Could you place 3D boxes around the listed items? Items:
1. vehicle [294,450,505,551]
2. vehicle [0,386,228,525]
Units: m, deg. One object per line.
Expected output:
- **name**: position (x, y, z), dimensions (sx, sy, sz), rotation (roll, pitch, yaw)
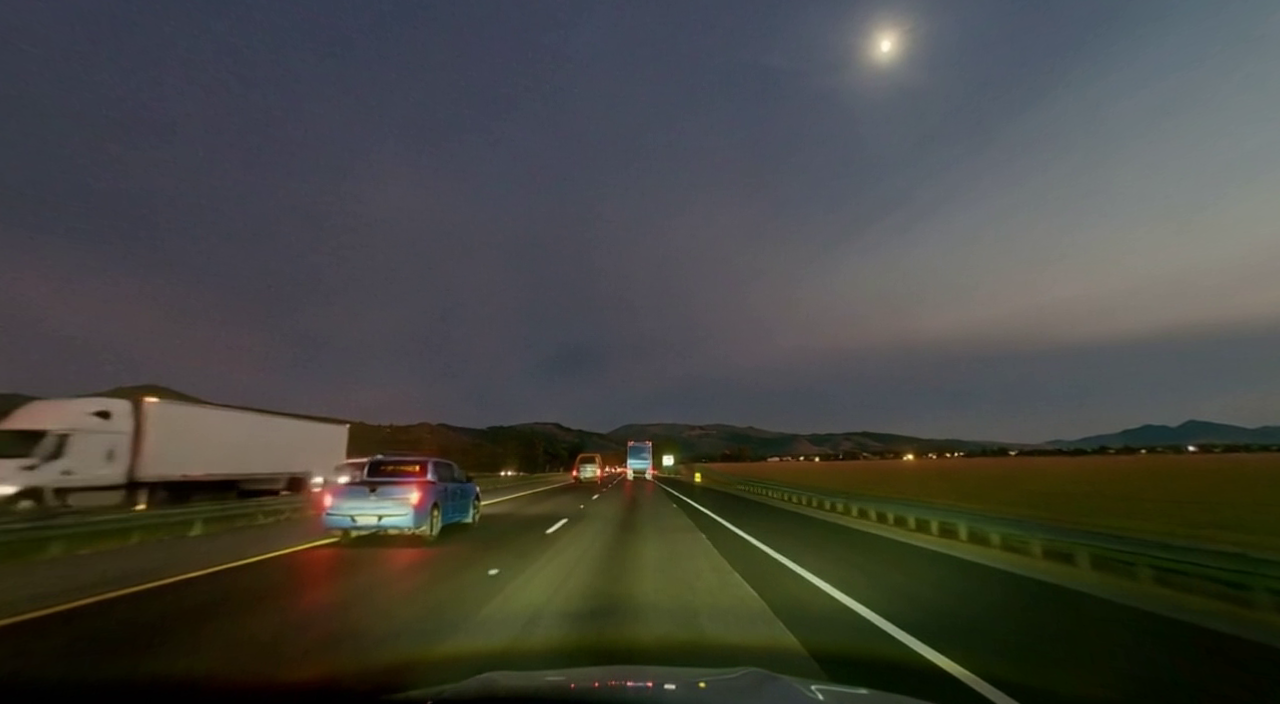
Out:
- **vehicle**: position (-4.108, 2.652, 11.803), dimensions (2.090, 1.462, 4.603), rotation (1, -10, 0)
- **vehicle**: position (-16.948, 3.374, 20.355), dimensions (2.950, 3.771, 5.944), rotation (1, -10, 0)
